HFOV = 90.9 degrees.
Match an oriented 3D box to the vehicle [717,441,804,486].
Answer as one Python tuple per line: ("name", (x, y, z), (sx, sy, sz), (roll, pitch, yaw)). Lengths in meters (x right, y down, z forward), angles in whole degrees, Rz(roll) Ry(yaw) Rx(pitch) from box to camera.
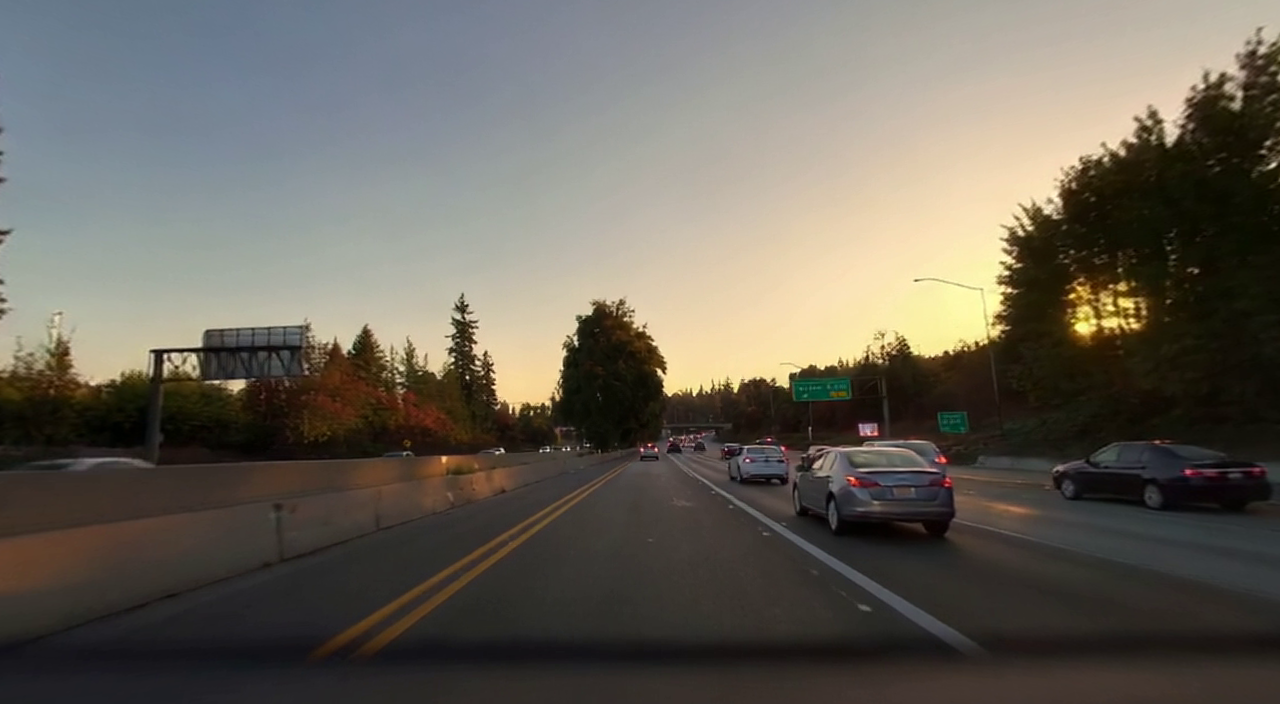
("vehicle", (4.371, 4.133, 23.745), (2.223, 1.483, 5.075), (0, -8, -1))

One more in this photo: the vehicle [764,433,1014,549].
("vehicle", (3.664, 2.140, 10.480), (2.198, 1.467, 4.675), (0, -8, -1))

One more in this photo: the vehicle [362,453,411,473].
("vehicle", (-19.888, 8.684, 49.645), (1.849, 1.463, 4.477), (0, -8, 2))

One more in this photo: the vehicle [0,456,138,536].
("vehicle", (-13.189, 2.909, 12.900), (1.902, 1.474, 4.752), (0, -8, 1))
